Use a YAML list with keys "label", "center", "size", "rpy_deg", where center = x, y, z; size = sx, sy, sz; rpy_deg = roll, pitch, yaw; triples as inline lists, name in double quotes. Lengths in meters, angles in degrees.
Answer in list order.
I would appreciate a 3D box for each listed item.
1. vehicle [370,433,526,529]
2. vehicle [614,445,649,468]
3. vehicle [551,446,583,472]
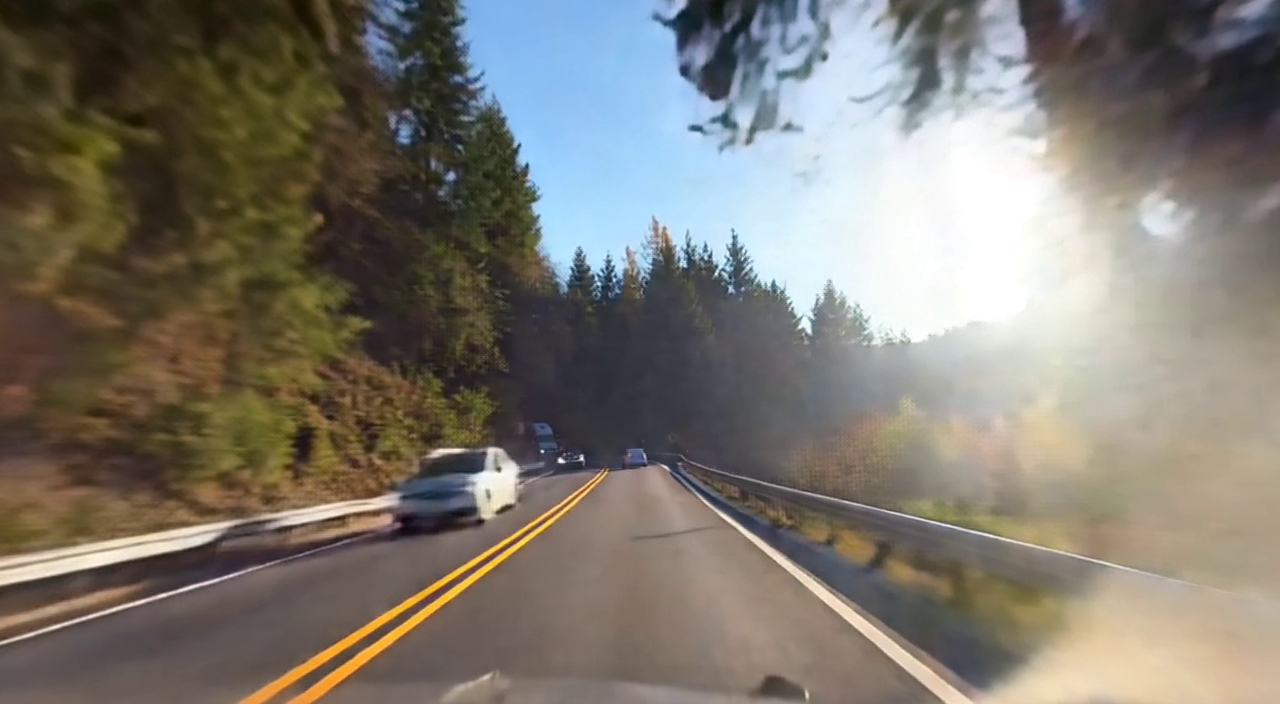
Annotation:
- label: "vehicle"
  center: [-4.212, 2.888, 14.891]
  size: [2.066, 1.827, 5.178]
  rpy_deg: [0, -8, 0]
- label: "vehicle"
  center: [-0.652, 7.142, 43.249]
  size: [2.120, 1.491, 4.349]
  rpy_deg: [1, -8, -5]
- label: "vehicle"
  center: [-5.542, 8.173, 48.558]
  size: [2.319, 1.864, 4.569]
  rpy_deg: [1, -8, -5]
